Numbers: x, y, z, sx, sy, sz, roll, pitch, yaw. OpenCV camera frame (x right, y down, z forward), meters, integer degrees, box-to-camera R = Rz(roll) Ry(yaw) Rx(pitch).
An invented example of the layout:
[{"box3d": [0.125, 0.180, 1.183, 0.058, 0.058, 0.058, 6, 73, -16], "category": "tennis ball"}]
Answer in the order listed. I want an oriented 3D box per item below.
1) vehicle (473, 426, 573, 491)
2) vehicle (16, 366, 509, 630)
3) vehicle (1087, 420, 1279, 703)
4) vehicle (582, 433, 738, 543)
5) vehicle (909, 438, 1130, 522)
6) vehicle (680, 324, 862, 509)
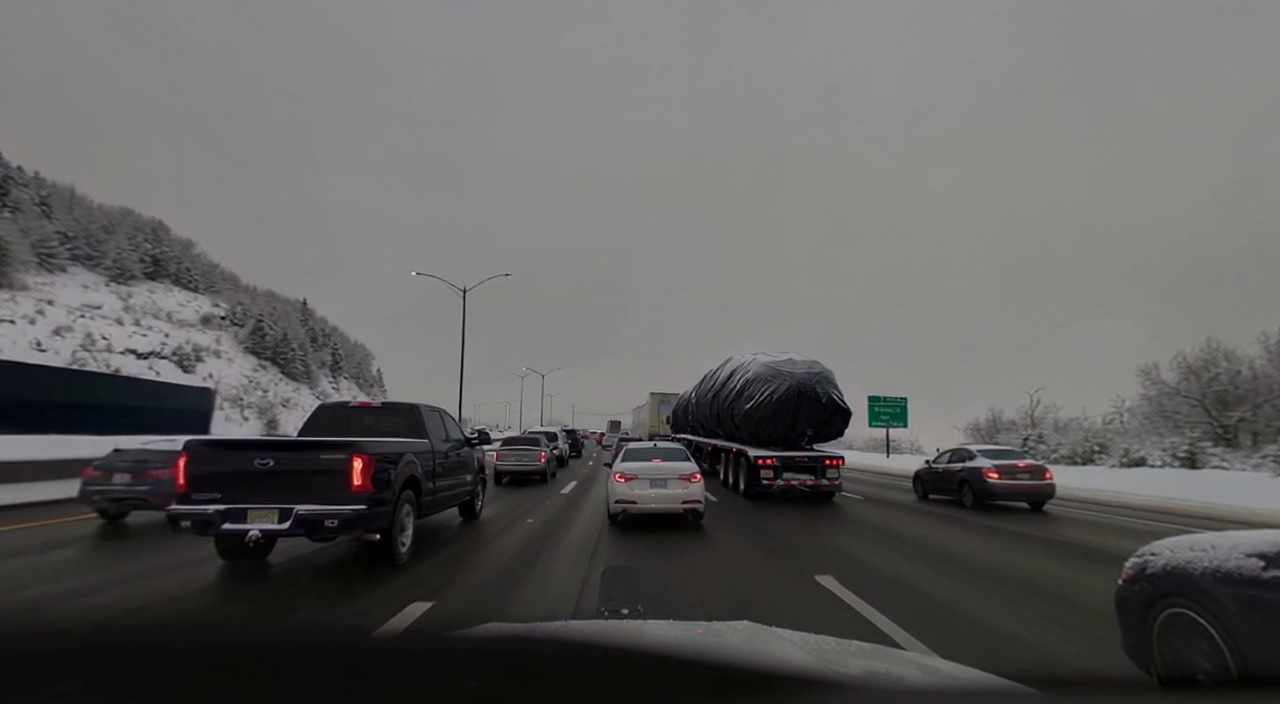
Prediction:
[{"box3d": [-3.573, 3.387, 20.390, 2.348, 1.821, 5.061, 0, -8, -1], "category": "vehicle"}, {"box3d": [-3.289, 1.432, 7.307, 2.318, 1.902, 5.374, 0, -8, 1], "category": "vehicle"}, {"box3d": [3.579, 0.800, 1.102, 2.169, 1.447, 4.817, 0, -8, 2], "category": "vehicle"}, {"box3d": [0.232, 2.128, 10.567, 2.105, 1.471, 3.978, 0, -8, -1], "category": "vehicle"}, {"box3d": [7.783, 2.621, 13.564, 2.092, 1.495, 4.194, 0, -8, 0], "category": "vehicle"}, {"box3d": [3.236, 2.182, 19.525, 2.759, 4.098, 10.906, 0, -8, -3], "category": "vehicle"}]
